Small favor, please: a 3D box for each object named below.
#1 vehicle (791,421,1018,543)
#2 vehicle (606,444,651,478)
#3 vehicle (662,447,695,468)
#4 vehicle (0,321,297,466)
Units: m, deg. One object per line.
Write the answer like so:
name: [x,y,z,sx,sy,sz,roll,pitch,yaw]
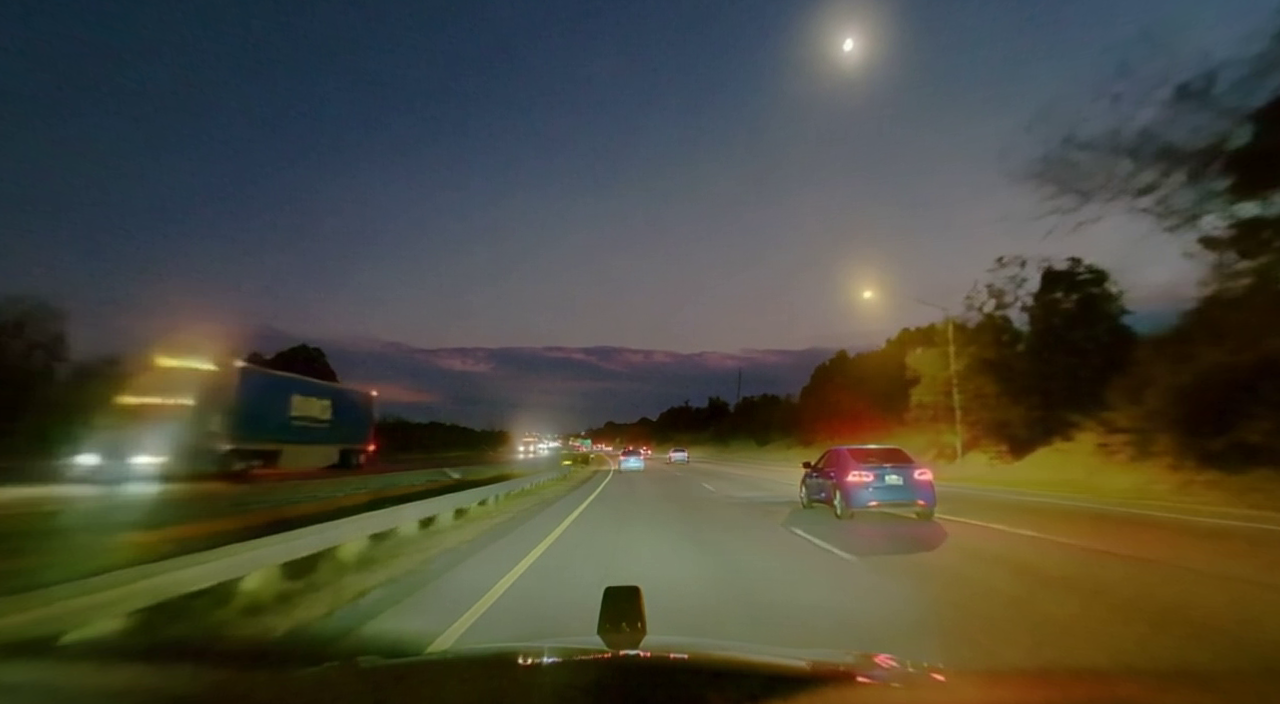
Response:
vehicle: [4.036,2.059,10.479,2.013,1.623,3.916,0,-9,-1]
vehicle: [-0.577,5.319,30.801,2.050,1.534,3.771,0,-9,-2]
vehicle: [2.869,8.002,47.990,2.008,1.504,4.291,1,-9,-4]
vehicle: [-16.400,1.936,22.415,2.892,4.015,10.141,0,-9,-2]
